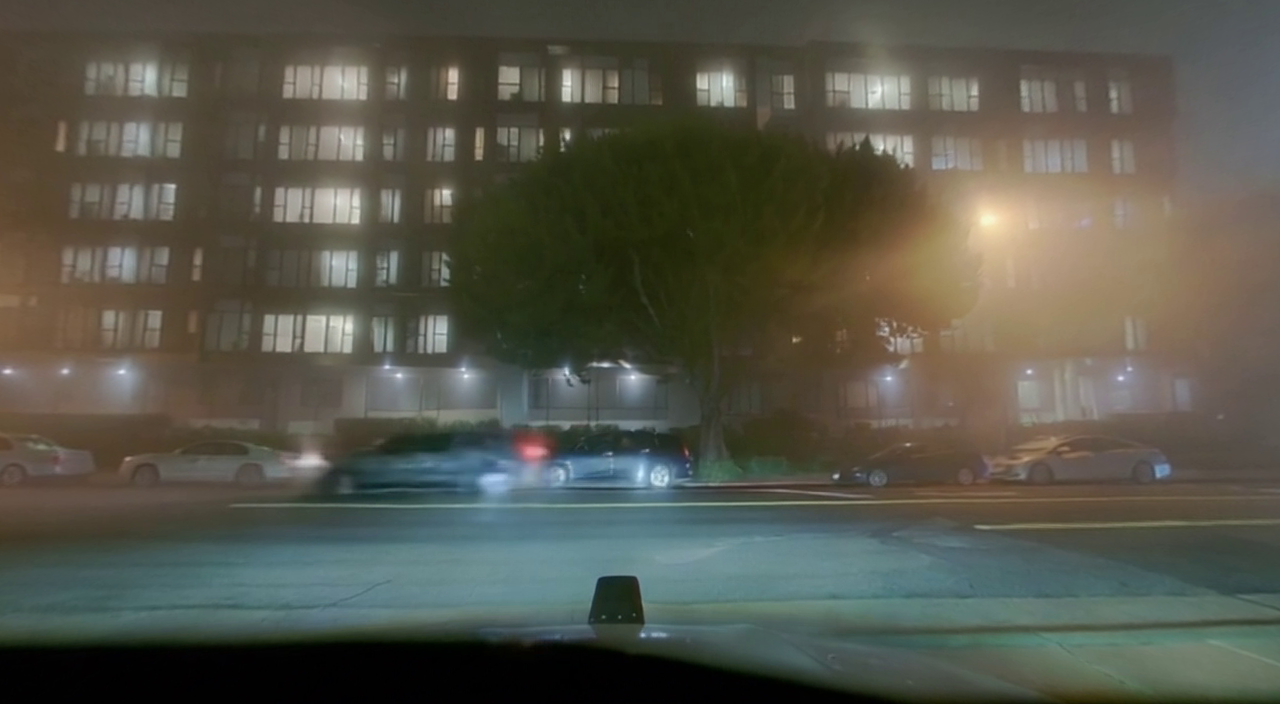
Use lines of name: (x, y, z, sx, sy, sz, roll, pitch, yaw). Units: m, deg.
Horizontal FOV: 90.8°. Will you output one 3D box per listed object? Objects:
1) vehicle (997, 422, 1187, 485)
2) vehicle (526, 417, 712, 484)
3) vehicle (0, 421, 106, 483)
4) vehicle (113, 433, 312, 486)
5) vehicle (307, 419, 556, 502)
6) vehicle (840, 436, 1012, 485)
vehicle: (14.239, 3.188, 20.093, 4.544, 1.780, 1.966, 0, -7, -3)
vehicle: (-0.680, 2.977, 19.035, 5.299, 1.860, 2.098, 1, -10, -7)
vehicle: (-18.236, 2.812, 17.786, 4.426, 1.641, 1.889, 1, -9, -7)
vehicle: (-12.179, 3.077, 18.258, 4.336, 1.438, 1.776, 1, -8, -5)
vehicle: (-4.010, 2.173, 12.848, 4.396, 1.501, 1.955, 0, -9, -4)
vehicle: (8.712, 3.297, 19.460, 4.521, 1.411, 1.726, 1, -7, -5)
